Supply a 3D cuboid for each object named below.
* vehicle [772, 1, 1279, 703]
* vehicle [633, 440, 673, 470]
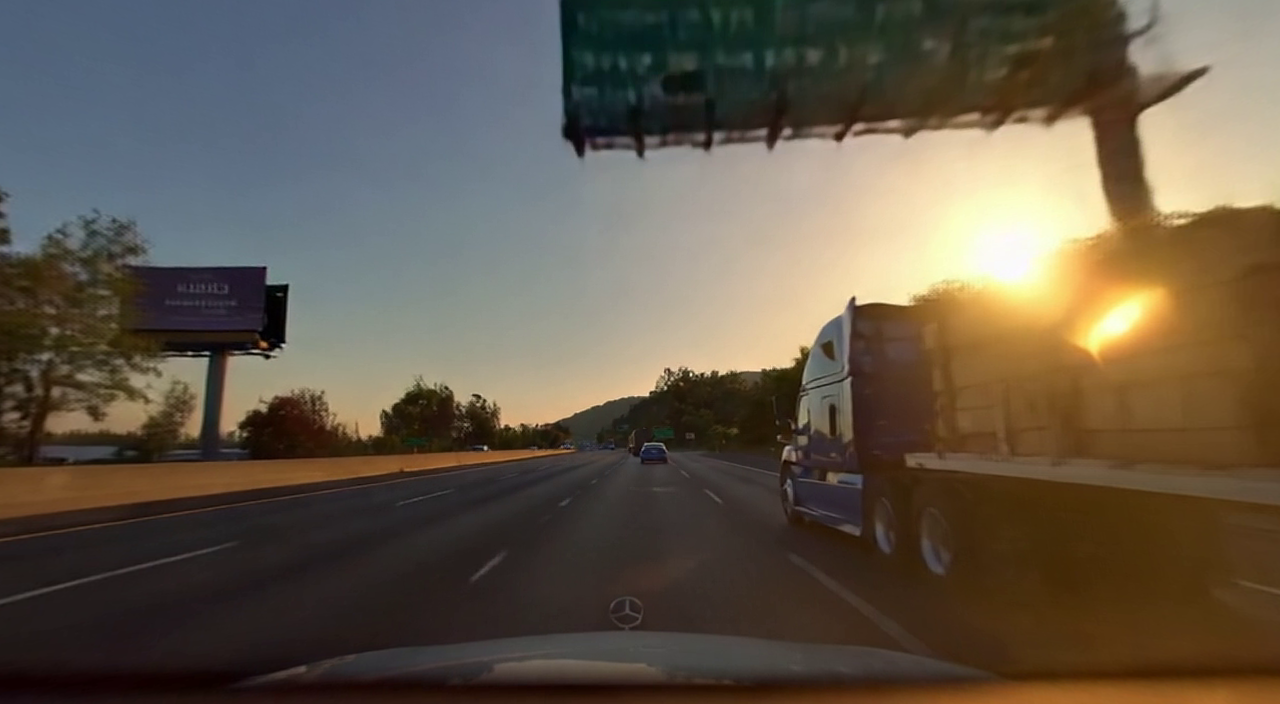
[{"bbox_3d":[4.083,0.453,7.589,3.071,3.888,8.330,0,-8,-1],"label":"vehicle"},{"bbox_3d":[0.652,5.575,34.305,2.042,1.528,4.300,0,-8,0],"label":"vehicle"}]
